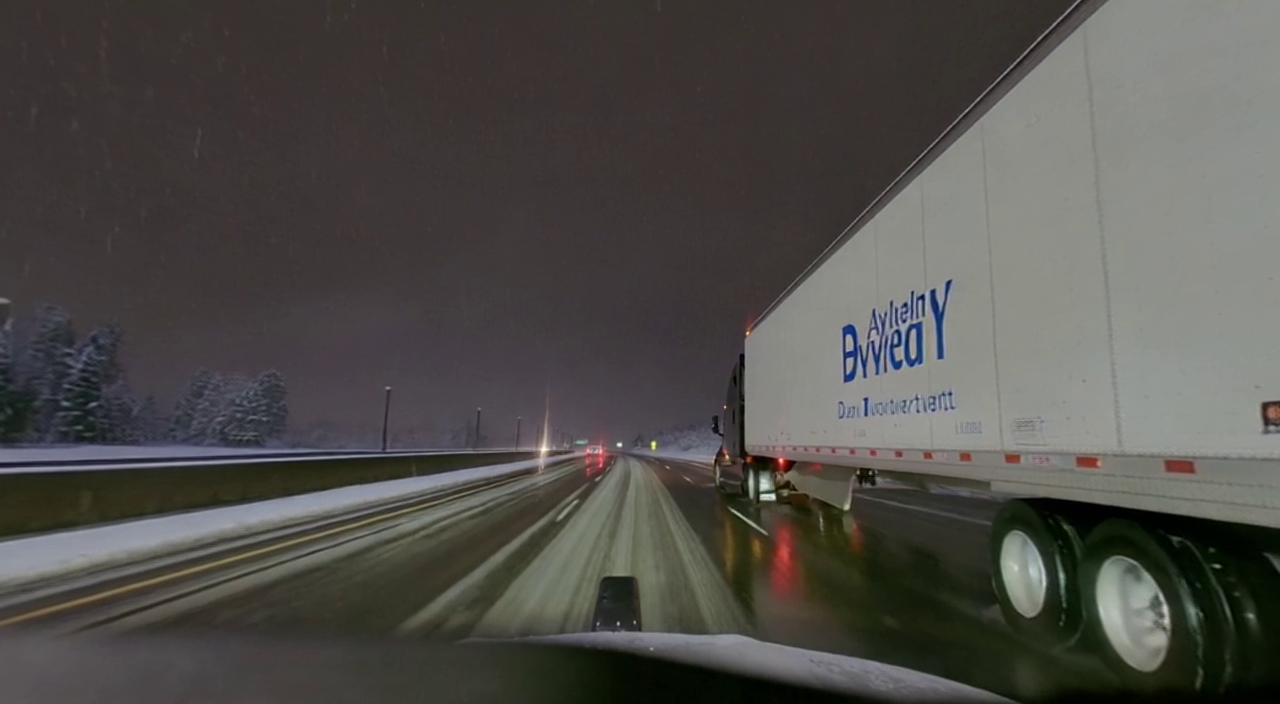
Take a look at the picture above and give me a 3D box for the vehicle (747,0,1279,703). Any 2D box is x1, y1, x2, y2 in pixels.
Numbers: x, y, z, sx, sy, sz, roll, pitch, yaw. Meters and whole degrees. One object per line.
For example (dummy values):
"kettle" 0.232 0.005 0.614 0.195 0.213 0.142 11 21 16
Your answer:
"vehicle" 3.953 0.534 8.473 2.962 4.132 12.720 0 -8 1
